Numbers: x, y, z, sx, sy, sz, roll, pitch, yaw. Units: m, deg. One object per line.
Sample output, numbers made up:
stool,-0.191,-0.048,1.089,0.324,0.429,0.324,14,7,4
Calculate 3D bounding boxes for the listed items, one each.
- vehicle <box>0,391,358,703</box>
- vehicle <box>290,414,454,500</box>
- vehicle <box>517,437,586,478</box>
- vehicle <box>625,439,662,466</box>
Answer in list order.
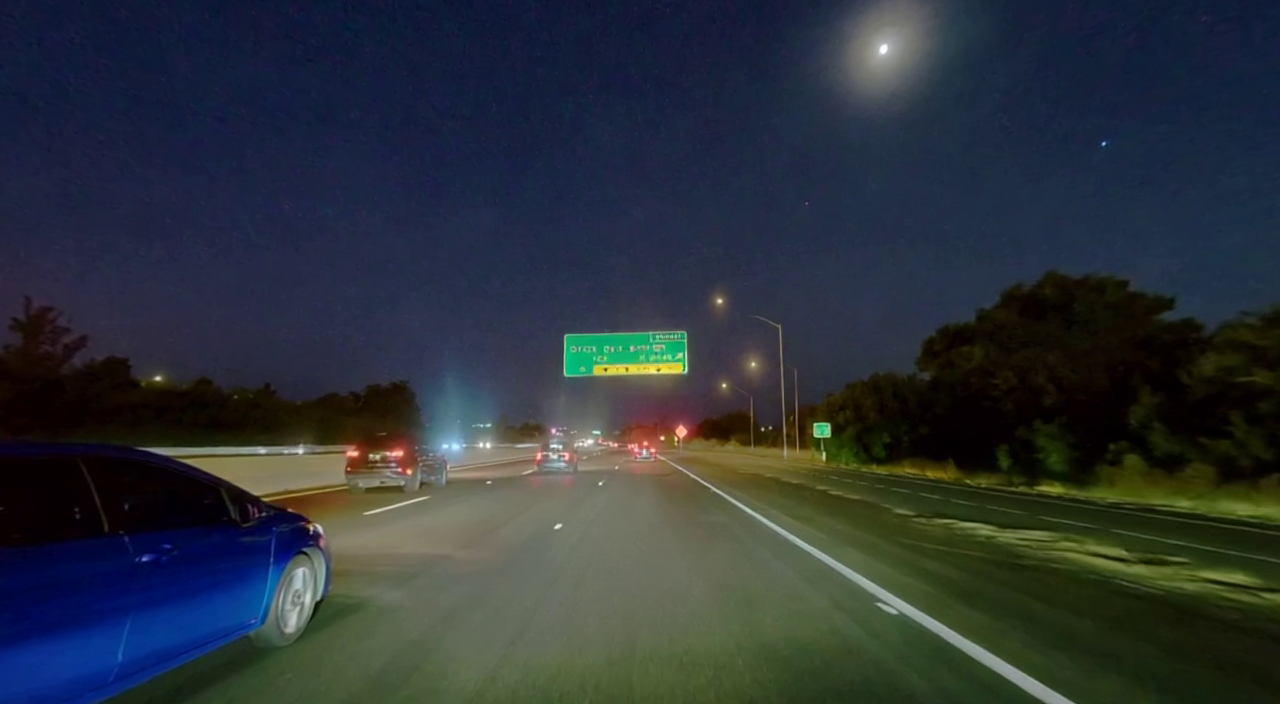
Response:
vehicle,-3.591,1.054,3.442,2.025,1.506,4.429,0,-8,0
vehicle,-7.032,2.843,17.432,2.171,1.982,5.246,0,-8,1
vehicle,-3.443,4.220,25.490,2.068,1.501,4.395,0,-8,1
vehicle,0.163,5.854,36.912,2.018,1.508,4.087,0,-8,-1
